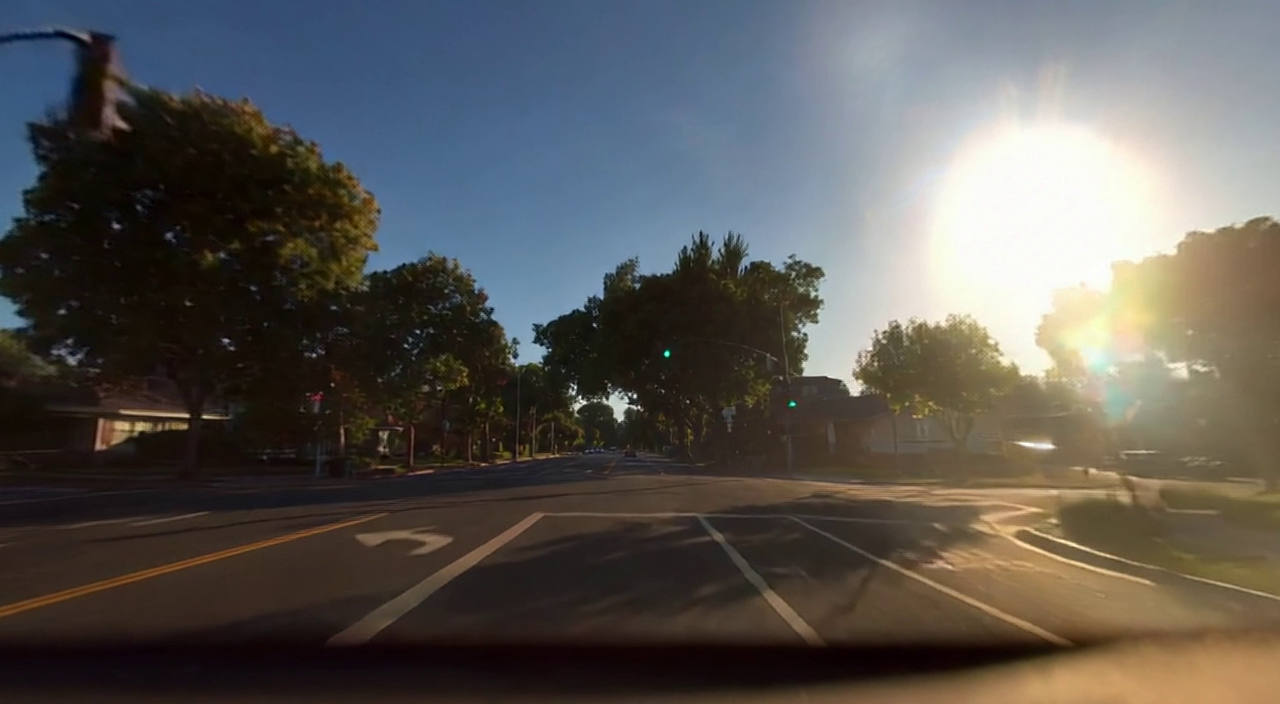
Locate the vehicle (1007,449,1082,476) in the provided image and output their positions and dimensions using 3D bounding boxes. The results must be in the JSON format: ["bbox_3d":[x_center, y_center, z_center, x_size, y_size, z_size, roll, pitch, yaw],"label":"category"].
[{"bbox_3d":[26.740,7.283,41.771,3.878,1.462,1.783,4,-7,-5],"label":"vehicle"}]
